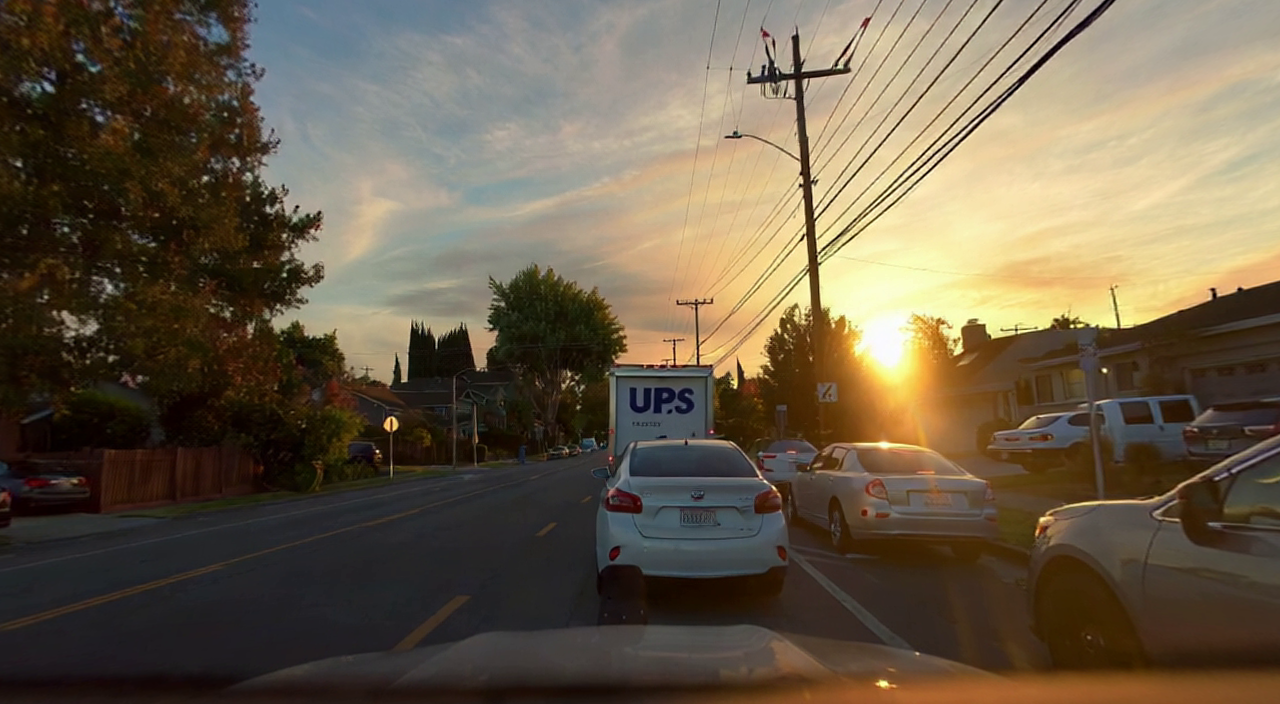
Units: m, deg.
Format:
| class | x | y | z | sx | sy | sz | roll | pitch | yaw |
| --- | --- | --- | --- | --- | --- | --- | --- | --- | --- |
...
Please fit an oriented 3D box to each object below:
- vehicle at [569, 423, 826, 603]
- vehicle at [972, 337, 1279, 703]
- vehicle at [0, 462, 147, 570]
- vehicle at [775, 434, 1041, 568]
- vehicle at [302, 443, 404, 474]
| class | x | y | z | sx | sy | sz | roll | pitch | yaw |
| --- | --- | --- | --- | --- | --- | --- | --- | --- | --- |
| vehicle | 0.473 | 1.684 | 7.533 | 2.158 | 1.499 | 4.377 | 0 | -8 | 0 |
| vehicle | 3.324 | 0.769 | 1.932 | 2.069 | 1.722 | 4.888 | 0 | -8 | 2 |
| vehicle | -10.350 | 2.488 | 9.479 | 1.925 | 1.482 | 4.753 | 0 | -8 | 0 |
| vehicle | 3.496 | 2.013 | 9.357 | 1.993 | 1.479 | 4.487 | 0 | -8 | 0 |
| vehicle | -17.435 | 6.463 | 38.303 | 5.274 | 1.793 | 1.921 | 0 | -8 | 3 |
